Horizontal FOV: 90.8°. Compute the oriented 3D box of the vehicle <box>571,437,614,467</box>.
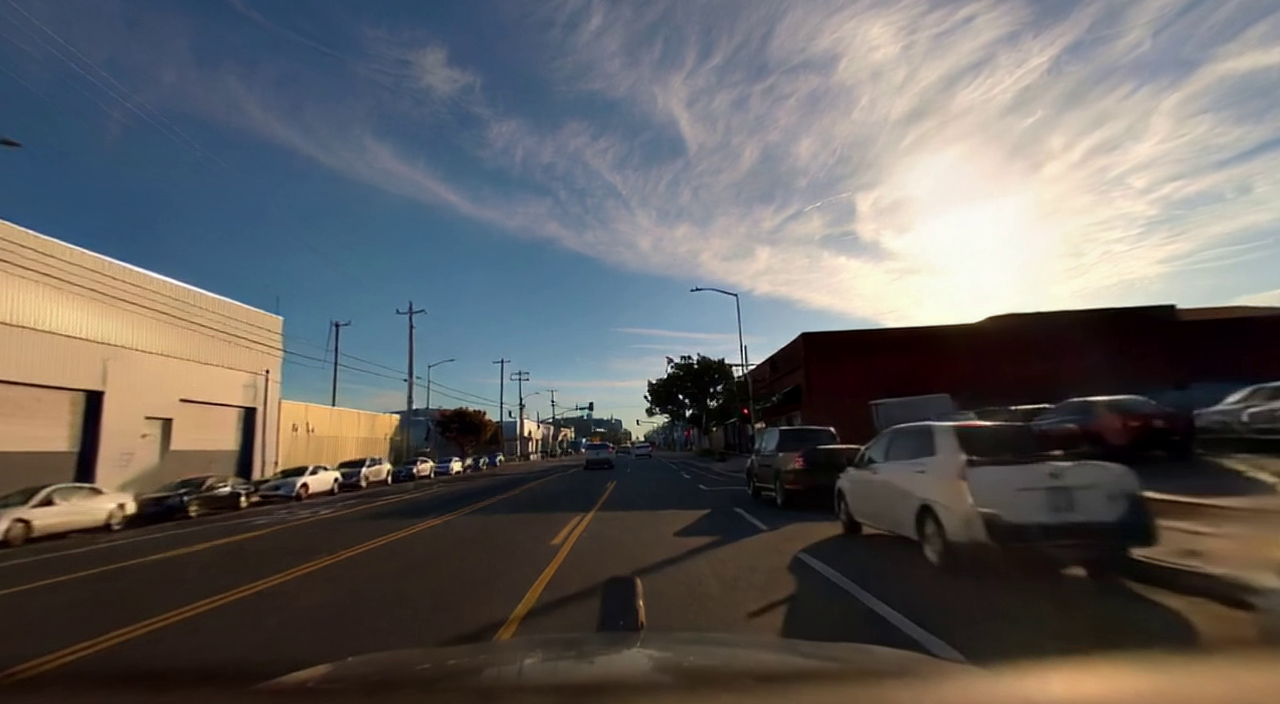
[{"bbox_3d":[-3.056,6.563,41.578,2.348,1.831,4.737,0,-8,1],"label":"vehicle"}]

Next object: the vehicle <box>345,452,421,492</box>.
[{"bbox_3d":[-15.102,7.013,37.456,2.124,1.835,5.450,-6,-8,0],"label":"vehicle"}]

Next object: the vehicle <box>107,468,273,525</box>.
[{"bbox_3d":[-15.255,4.889,21.864,2.076,1.518,4.981,-1,-8,0],"label":"vehicle"}]

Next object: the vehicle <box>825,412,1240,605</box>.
[{"bbox_3d":[3.788,1.577,7.339,1.839,1.505,4.566,0,-8,-1],"label":"vehicle"}]

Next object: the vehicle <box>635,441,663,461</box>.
[{"bbox_3d":[0.672,7.745,49.341,2.099,1.470,4.270,0,-8,0],"label":"vehicle"}]

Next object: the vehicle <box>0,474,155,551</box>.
[{"bbox_3d":[-15.171,3.979,16.021,1.883,1.493,4.880,-1,-8,0],"label":"vehicle"}]

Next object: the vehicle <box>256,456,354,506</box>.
[{"bbox_3d":[-15.102,5.795,28.788,2.020,1.695,4.629,-7,-8,-2],"label":"vehicle"}]

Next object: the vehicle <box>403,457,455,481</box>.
[{"bbox_3d":[-14.811,8.206,44.599,2.049,1.496,4.338,-1,-8,1],"label":"vehicle"}]
